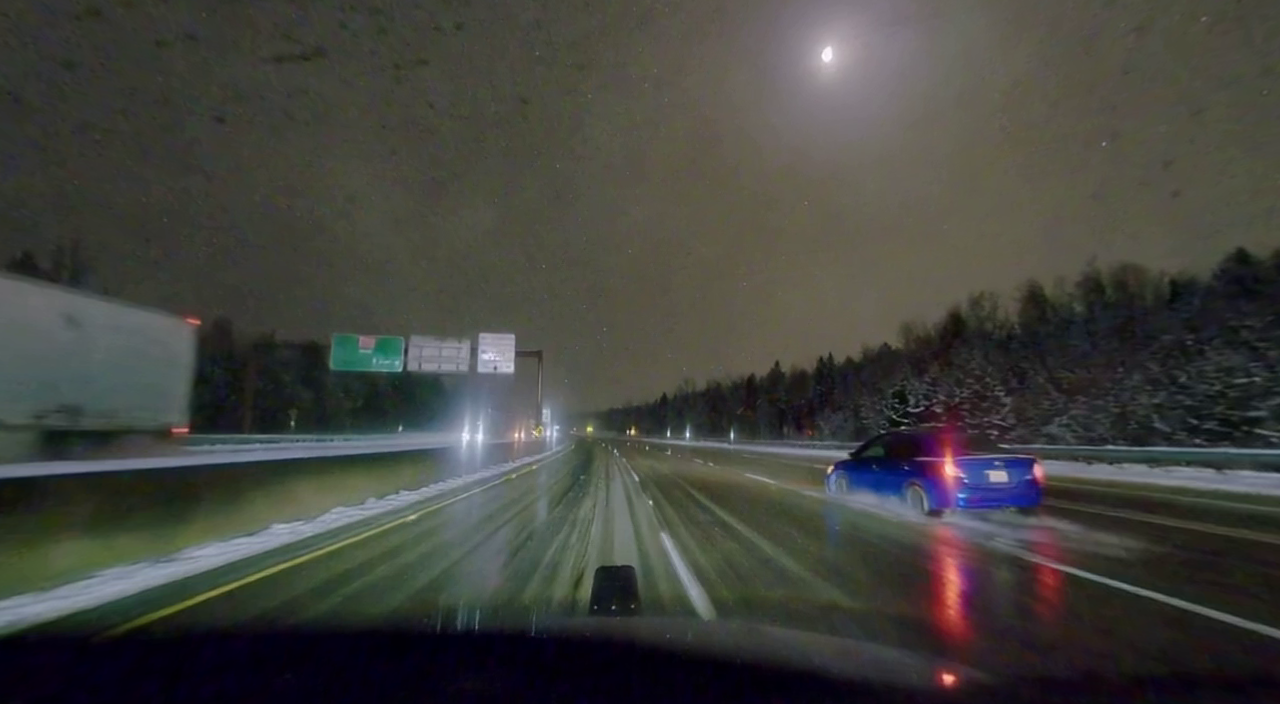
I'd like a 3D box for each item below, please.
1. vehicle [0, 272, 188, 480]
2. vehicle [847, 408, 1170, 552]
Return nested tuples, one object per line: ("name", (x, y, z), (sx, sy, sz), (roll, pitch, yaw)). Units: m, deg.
("vehicle", (-13.740, 0.167, 9.959), (2.957, 3.977, 14.659), (0, -8, -2))
("vehicle", (4.878, 1.718, 9.262), (1.997, 1.589, 4.179), (0, -8, -4))
